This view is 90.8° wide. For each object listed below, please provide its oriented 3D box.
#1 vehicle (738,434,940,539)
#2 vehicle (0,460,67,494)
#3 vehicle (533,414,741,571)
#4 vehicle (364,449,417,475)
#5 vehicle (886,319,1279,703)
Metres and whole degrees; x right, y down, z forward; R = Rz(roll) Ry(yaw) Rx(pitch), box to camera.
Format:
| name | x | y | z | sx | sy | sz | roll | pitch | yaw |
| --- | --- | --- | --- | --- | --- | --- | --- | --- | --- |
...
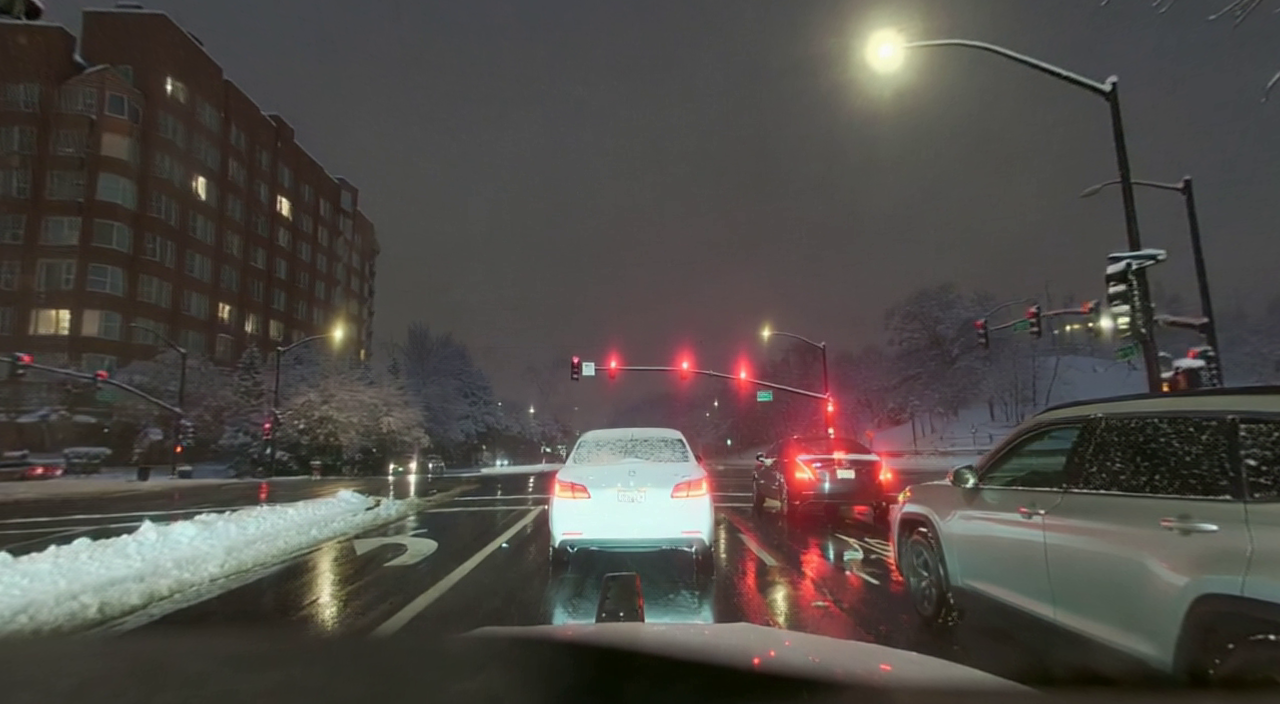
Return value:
| name | x | y | z | sx | sy | sz | roll | pitch | yaw |
| --- | --- | --- | --- | --- | --- | --- | --- | --- | --- |
| vehicle | 3.147 | 2.220 | 11.138 | 2.001 | 1.463 | 4.398 | 0 | -8 | -2 |
| vehicle | -36.821 | 7.298 | 37.103 | 4.448 | 1.837 | 2.021 | -1 | -9 | 4 |
| vehicle | -0.081 | 1.780 | 8.747 | 2.188 | 1.637 | 4.027 | 0 | -8 | -1 |
| vehicle | -18.747 | 8.260 | 47.655 | 2.026 | 1.836 | 4.726 | 0 | -8 | 0 |
| vehicle | 2.991 | 0.869 | 2.660 | 2.103 | 1.701 | 4.294 | 0 | -8 | -1 |
